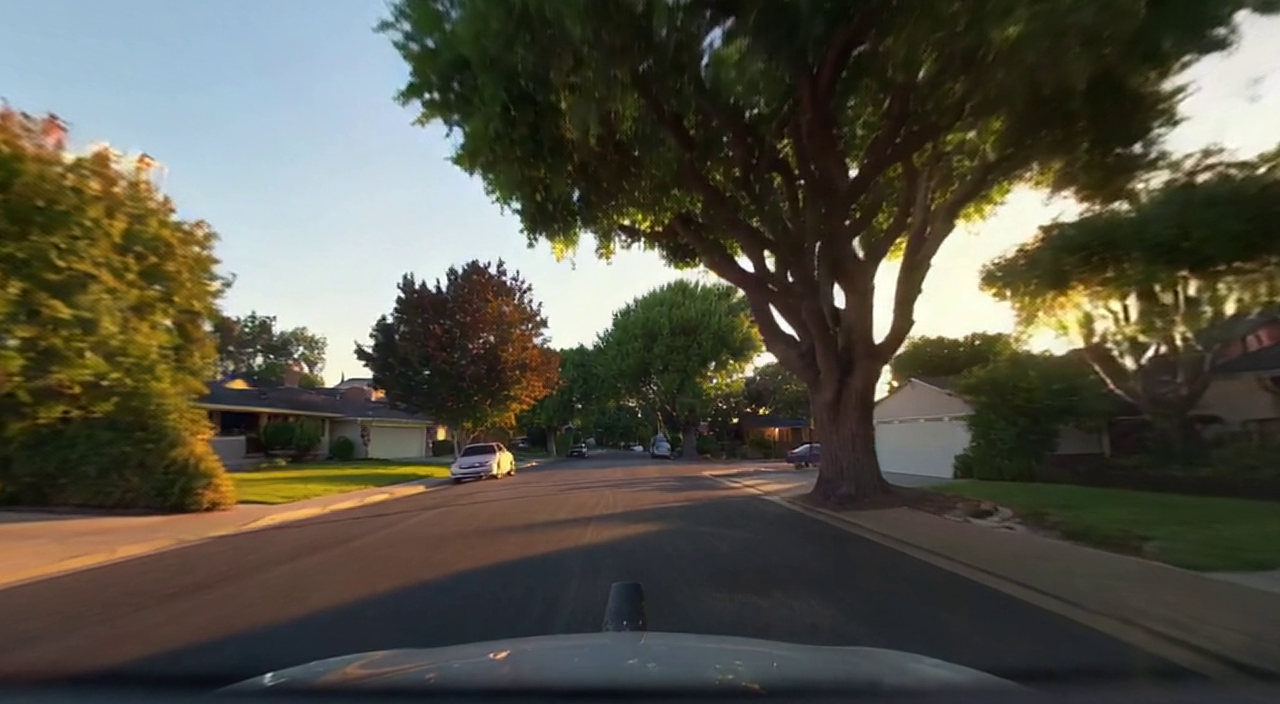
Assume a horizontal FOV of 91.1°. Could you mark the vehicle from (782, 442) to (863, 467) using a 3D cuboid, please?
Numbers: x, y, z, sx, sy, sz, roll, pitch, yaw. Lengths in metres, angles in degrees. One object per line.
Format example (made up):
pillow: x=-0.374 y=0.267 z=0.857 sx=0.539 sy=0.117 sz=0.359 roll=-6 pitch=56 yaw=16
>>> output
vehicle: x=12.160 y=6.832 z=42.002 sx=4.708 sy=1.527 sz=2.113 roll=0 pitch=-8 yaw=-9

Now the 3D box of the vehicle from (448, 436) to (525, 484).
vehicle: x=-6.119 y=4.343 z=25.588 sx=1.998 sy=1.742 sz=4.210 roll=0 pitch=-8 yaw=1
